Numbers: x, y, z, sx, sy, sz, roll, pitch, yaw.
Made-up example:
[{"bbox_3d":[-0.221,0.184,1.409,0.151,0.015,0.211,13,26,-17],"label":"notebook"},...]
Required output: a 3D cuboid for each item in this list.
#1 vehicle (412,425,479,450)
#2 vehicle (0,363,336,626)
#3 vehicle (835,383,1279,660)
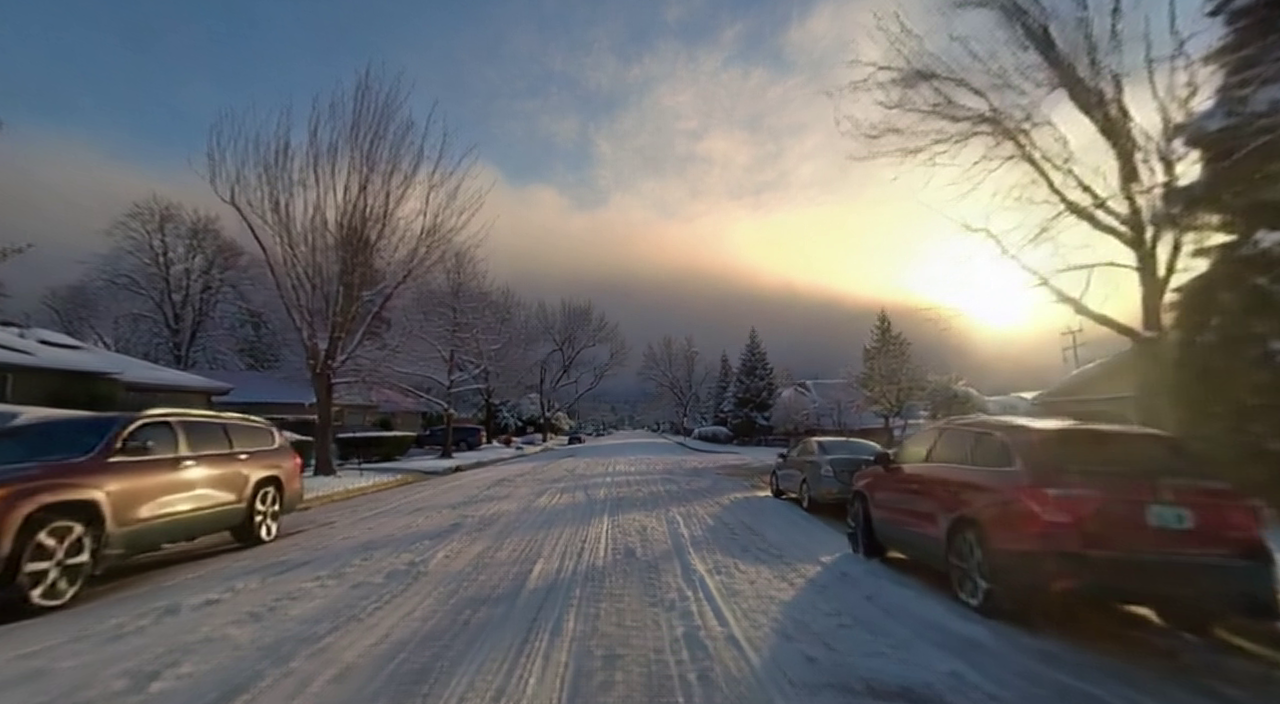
[{"bbox_3d":[-13.372,5.885,43.507,3.921,1.629,1.832,0,-10,2],"label":"vehicle"},{"bbox_3d":[-6.026,1.476,7.294,2.322,1.949,5.695,-1,-9,-2],"label":"vehicle"},{"bbox_3d":[3.736,1.395,6.334,2.033,1.730,4.554,0,-8,-1],"label":"vehicle"}]
